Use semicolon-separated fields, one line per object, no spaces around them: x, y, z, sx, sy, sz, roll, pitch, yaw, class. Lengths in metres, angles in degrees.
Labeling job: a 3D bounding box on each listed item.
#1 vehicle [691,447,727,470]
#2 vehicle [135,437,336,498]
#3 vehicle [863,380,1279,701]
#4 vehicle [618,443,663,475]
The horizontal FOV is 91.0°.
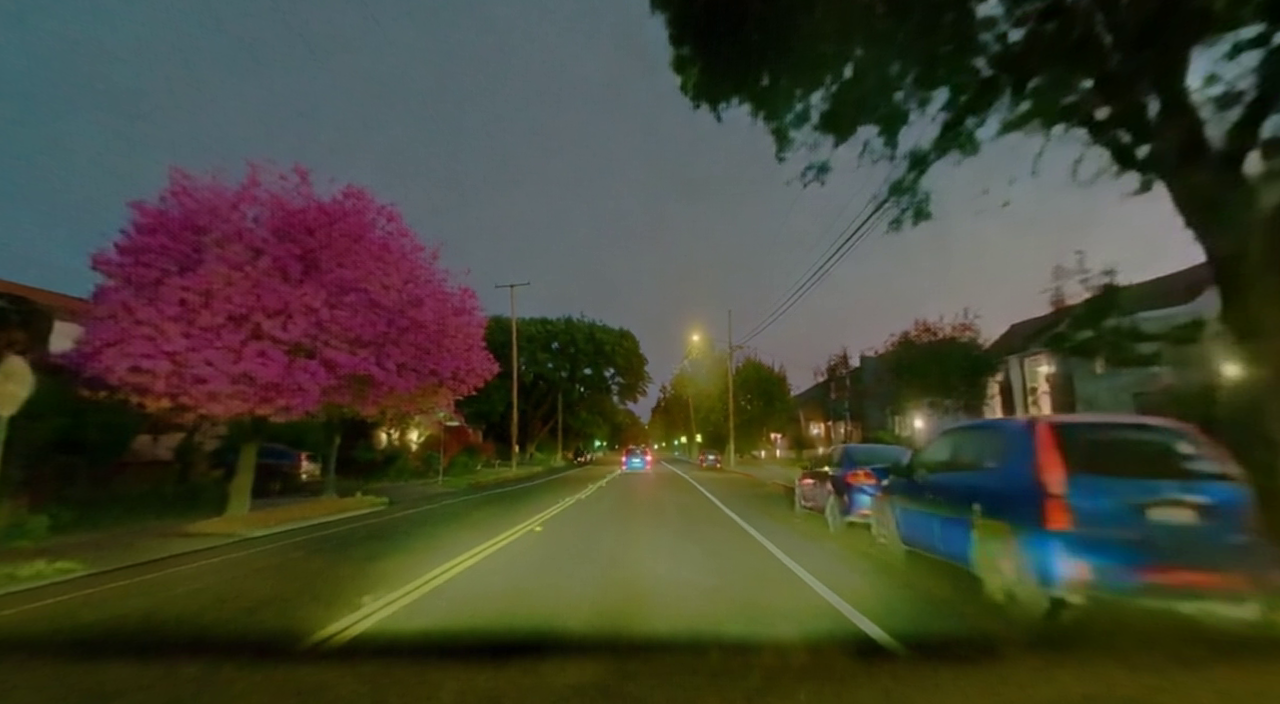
4.840;7.523;44.744;1.977;1.481;5.155;0;-8;0;vehicle
-15.509;4.476;24.436;6.278;1.911;2.173;-3;-10;-1;vehicle
4.122;1.446;6.185;2.100;1.830;5.040;0;-8;1;vehicle
0.053;5.293;31.338;2.104;1.500;3.815;0;-8;0;vehicle
